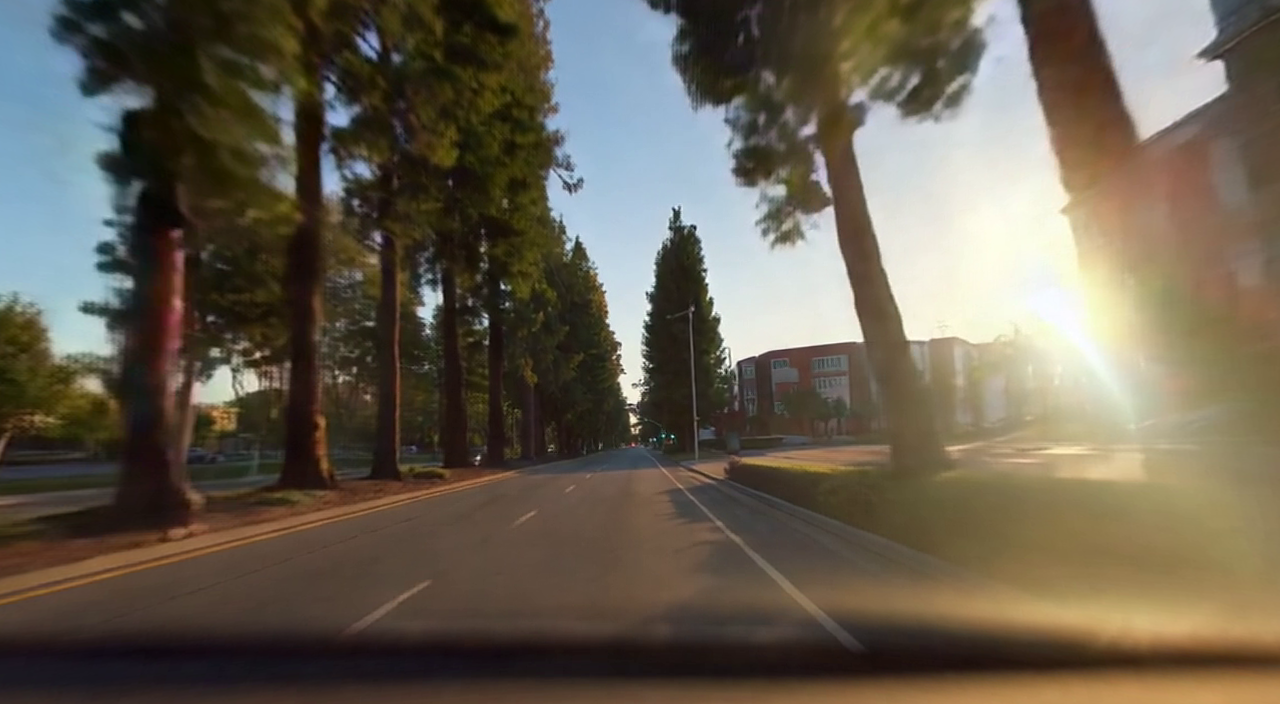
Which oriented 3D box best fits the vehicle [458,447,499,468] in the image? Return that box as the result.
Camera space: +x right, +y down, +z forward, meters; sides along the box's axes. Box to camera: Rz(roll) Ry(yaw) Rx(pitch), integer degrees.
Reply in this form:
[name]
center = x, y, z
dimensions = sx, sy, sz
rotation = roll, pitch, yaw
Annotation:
[vehicle]
center = -11.910, 7.813, 46.569
dimensions = 1.881, 1.445, 4.280
rotation = 0, -8, 1
